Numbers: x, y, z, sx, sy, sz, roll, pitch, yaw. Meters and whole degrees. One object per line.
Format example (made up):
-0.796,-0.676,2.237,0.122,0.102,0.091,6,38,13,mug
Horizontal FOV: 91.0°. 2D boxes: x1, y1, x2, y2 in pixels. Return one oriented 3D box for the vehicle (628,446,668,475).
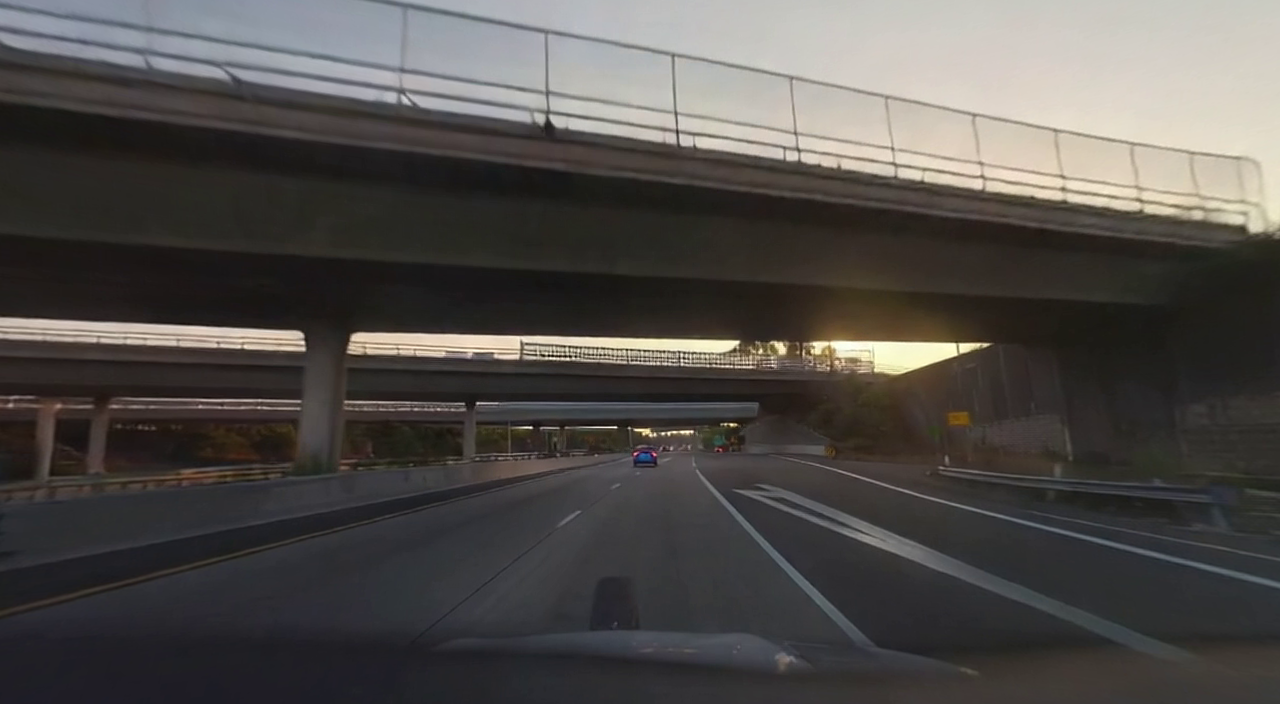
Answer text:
0.438,5.949,34.812,2.028,1.440,3.970,-1,-8,1,vehicle
